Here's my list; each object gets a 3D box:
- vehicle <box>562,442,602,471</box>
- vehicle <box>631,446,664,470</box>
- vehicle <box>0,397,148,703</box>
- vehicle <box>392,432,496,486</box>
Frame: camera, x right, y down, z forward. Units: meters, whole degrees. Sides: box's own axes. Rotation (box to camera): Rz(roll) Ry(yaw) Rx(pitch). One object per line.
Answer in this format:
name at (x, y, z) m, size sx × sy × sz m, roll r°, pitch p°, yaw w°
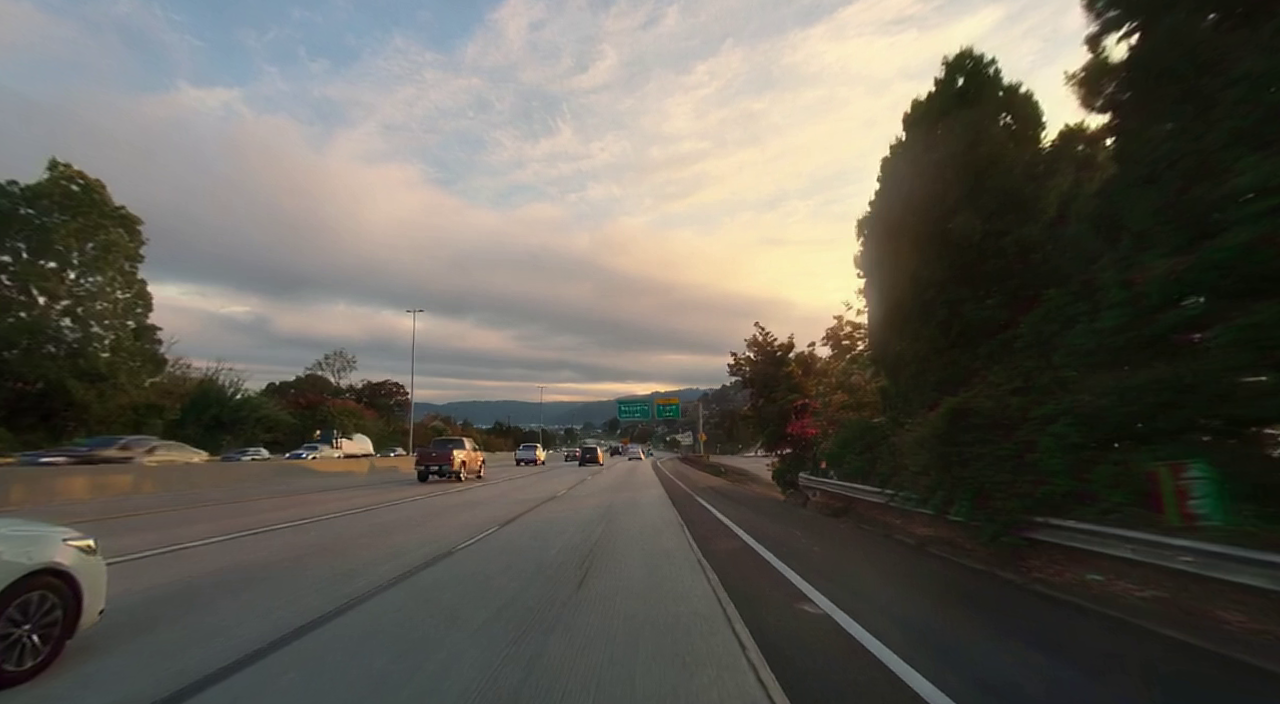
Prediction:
vehicle at (-3.723, 6.812, 41.277) m, size 2.132 × 1.708 × 4.571 m, roll 0°, pitch -9°, yaw 1°
vehicle at (0.551, 7.247, 43.367) m, size 2.153 × 1.510 × 4.646 m, roll 0°, pitch -9°, yaw 1°
vehicle at (-4.190, 0.789, 1.700) m, size 2.027 × 1.547 × 4.511 m, roll 0°, pitch -9°, yaw 0°
vehicle at (-7.576, 4.196, 25.104) m, size 2.250 × 1.870 × 5.647 m, roll 0°, pitch -9°, yaw 1°
